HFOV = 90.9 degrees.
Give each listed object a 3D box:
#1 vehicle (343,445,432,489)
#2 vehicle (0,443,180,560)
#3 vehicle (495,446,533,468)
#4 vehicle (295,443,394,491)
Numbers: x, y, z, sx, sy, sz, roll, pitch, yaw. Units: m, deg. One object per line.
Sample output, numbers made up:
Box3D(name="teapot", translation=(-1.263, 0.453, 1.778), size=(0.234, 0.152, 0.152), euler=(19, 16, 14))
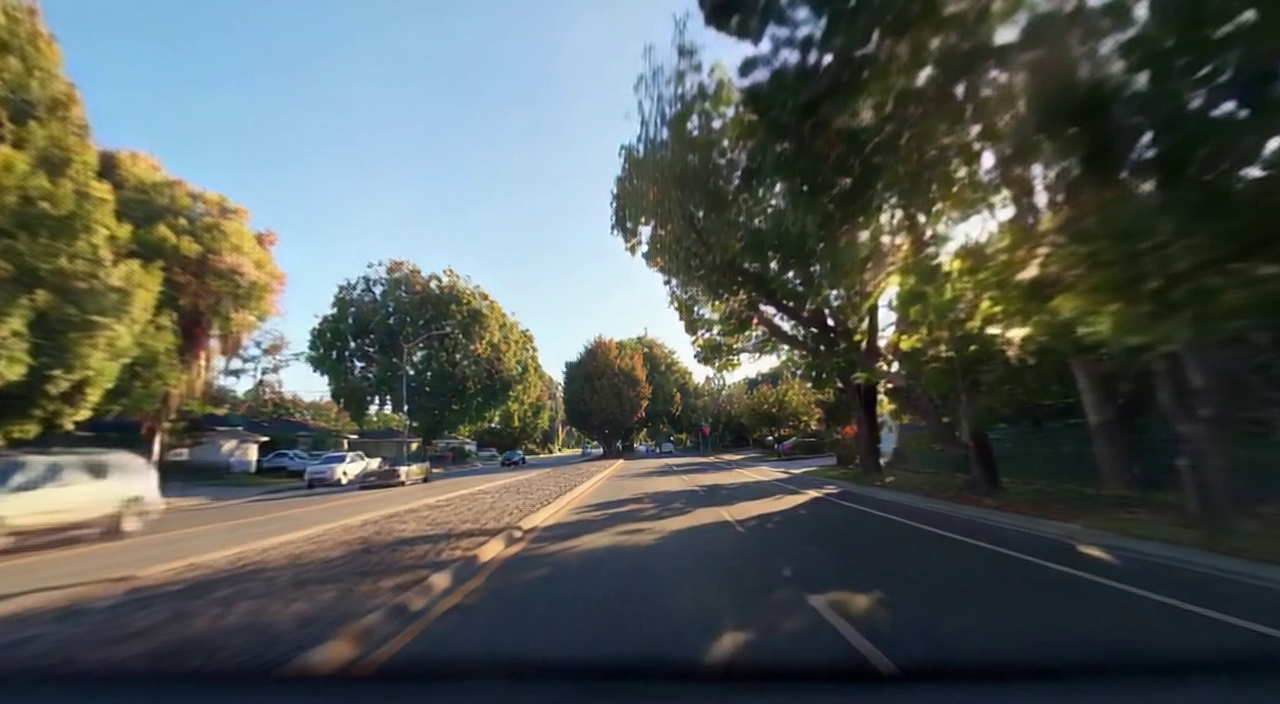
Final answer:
Box3D(name="vehicle", translation=(-10.343, 4.727, 26.229), size=(1.913, 1.641, 4.243), euler=(-1, -8, 0))
Box3D(name="vehicle", translation=(-10.265, 2.399, 10.647), size=(1.962, 1.680, 3.925), euler=(-1, -8, 0))
Box3D(name="vehicle", translation=(-9.467, 7.899, 47.616), size=(1.937, 1.481, 4.467), euler=(-1, -8, 1))
Box3D(name="vehicle", translation=(-14.224, 5.489, 30.770), size=(2.071, 1.899, 5.640), euler=(-4, -8, 1))
